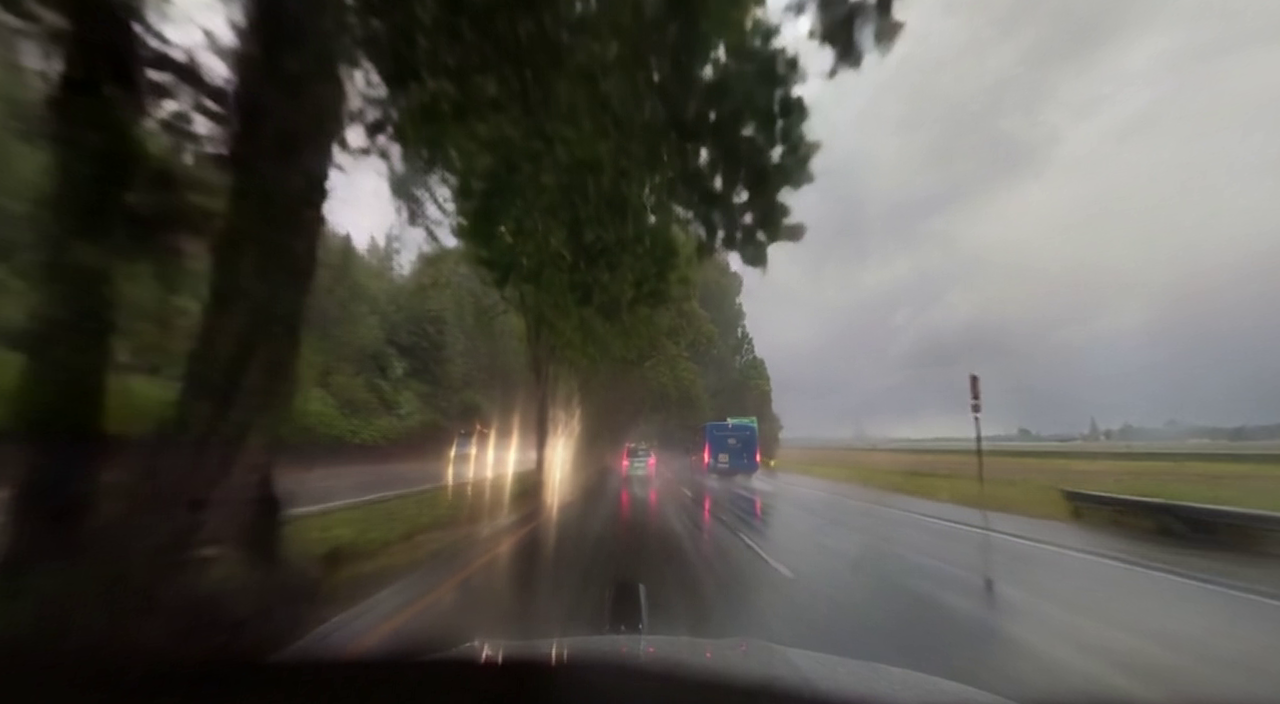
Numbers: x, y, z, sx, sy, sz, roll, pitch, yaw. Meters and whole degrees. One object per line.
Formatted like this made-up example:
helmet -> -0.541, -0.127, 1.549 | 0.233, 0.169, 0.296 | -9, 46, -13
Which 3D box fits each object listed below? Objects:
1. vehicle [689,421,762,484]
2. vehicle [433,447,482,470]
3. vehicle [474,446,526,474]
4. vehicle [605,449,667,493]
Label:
vehicle -> 3.867, 4.727, 29.806 | 2.513, 2.633, 5.930 | 0, -9, -1
vehicle -> -12.089, 7.080, 42.082 | 1.836, 1.406, 4.624 | 0, -9, 1
vehicle -> -7.809, 6.078, 35.557 | 1.888, 1.466, 4.355 | 0, -9, 0
vehicle -> -0.161, 4.177, 22.500 | 2.037, 1.417, 3.885 | 0, -9, -1
